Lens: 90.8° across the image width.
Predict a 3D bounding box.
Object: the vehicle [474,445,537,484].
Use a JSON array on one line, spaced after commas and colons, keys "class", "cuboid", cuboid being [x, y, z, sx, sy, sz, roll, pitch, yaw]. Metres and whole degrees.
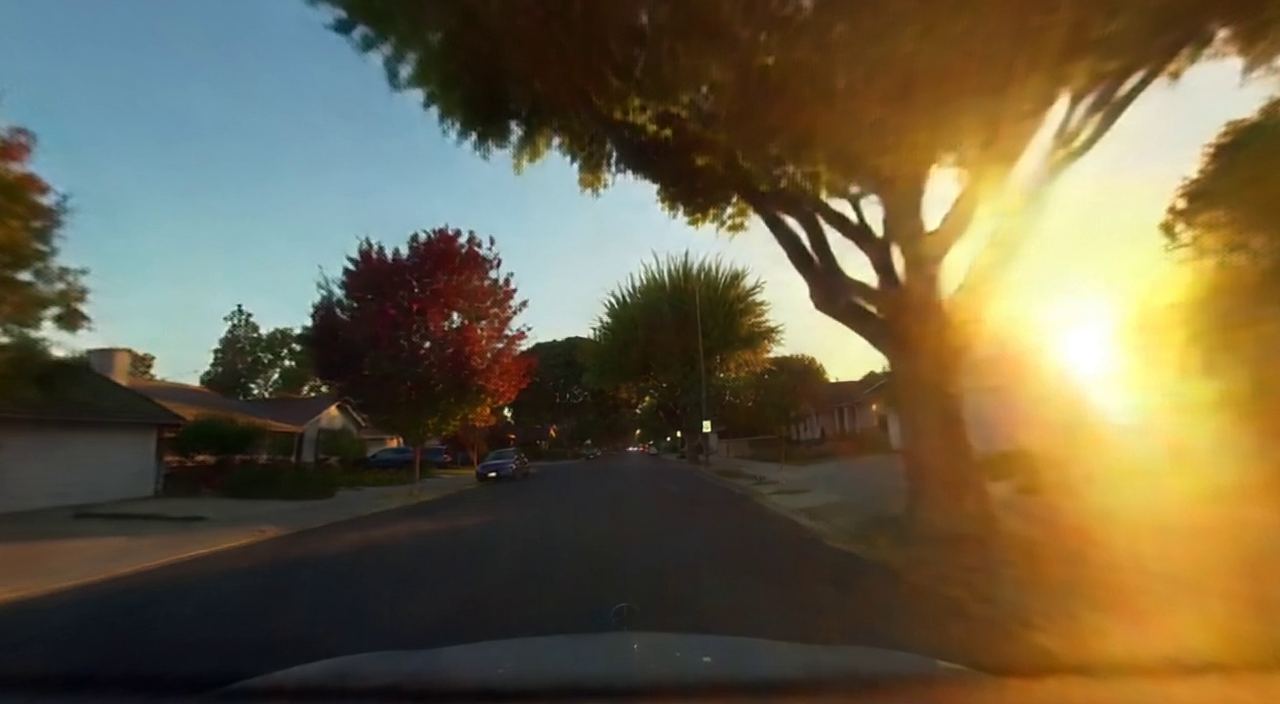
[{"class": "vehicle", "cuboid": [-6.590, 5.558, 31.570, 2.078, 1.745, 5.119, 0, -9, -1]}]
